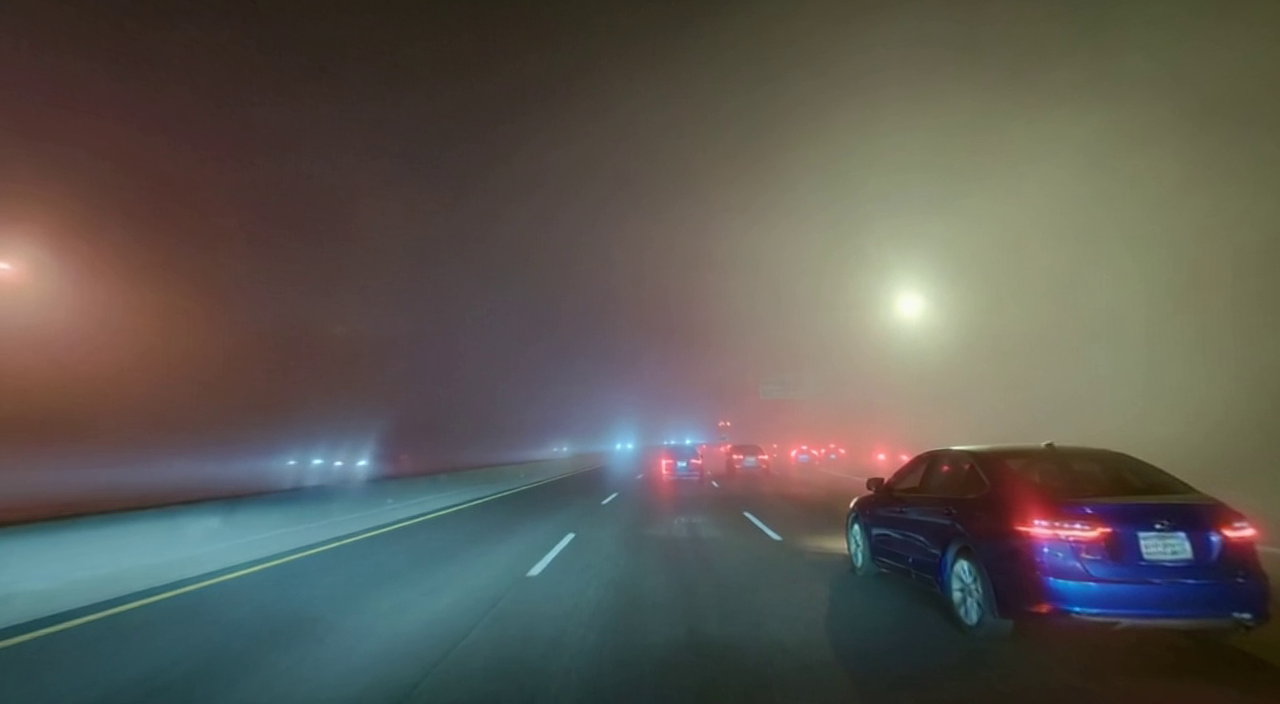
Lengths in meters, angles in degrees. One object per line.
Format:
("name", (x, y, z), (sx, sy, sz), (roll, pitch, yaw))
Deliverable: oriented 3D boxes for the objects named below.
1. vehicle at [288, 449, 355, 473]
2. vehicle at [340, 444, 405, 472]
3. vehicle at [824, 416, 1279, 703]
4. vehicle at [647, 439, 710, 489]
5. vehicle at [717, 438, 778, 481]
("vehicle", (-20.972, 7.201, 41.669), (1.859, 1.484, 4.345), (-1, -9, 6))
("vehicle", (-17.419, 6.926, 41.237), (1.956, 1.688, 4.466), (-1, -9, 6))
("vehicle", (3.165, 1.397, 5.222), (2.009, 1.489, 4.559), (0, -9, 2))
("vehicle", (1.374, 4.006, 22.801), (2.074, 1.614, 3.803), (0, -9, 3))
("vehicle", (4.550, 4.614, 27.253), (2.076, 1.684, 4.241), (0, -9, 3))
